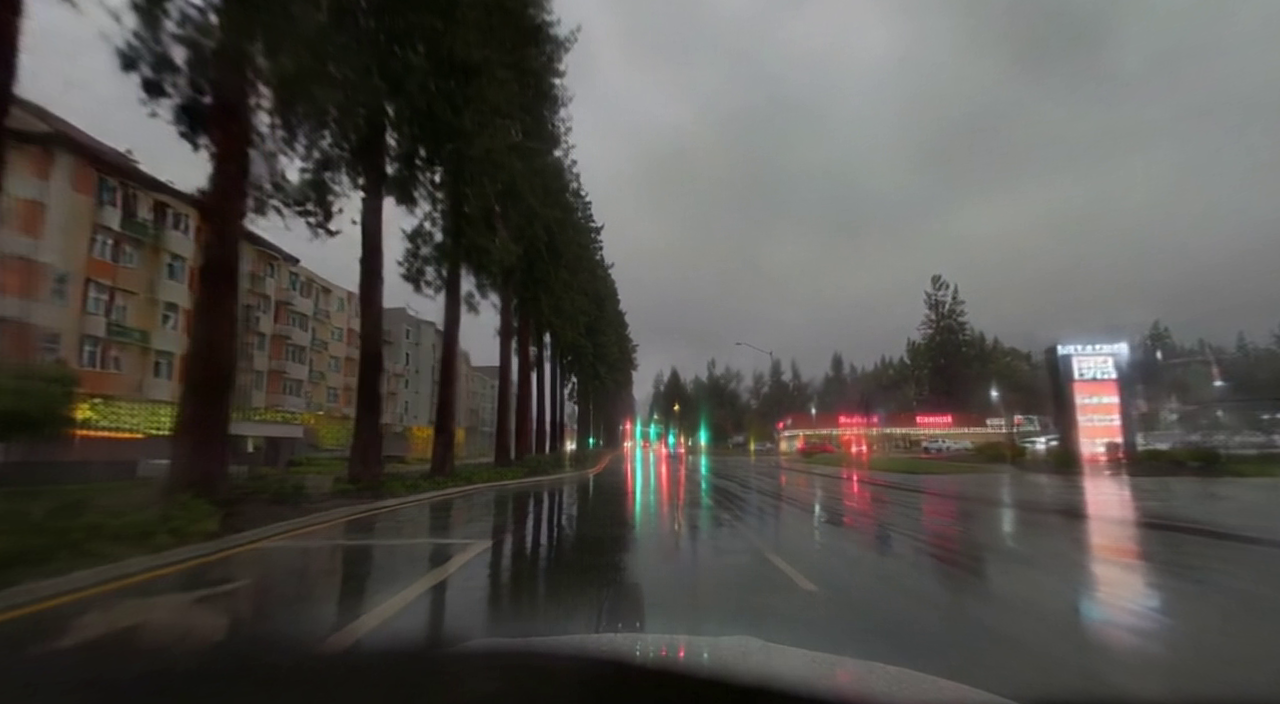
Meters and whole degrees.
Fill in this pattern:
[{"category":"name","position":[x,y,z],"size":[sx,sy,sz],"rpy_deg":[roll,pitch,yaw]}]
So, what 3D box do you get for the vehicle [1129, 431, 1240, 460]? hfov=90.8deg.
[{"category":"vehicle","position":[34.538,5.938,40.193],"size":[2.054,1.684,4.845],"rpy_deg":[6,-10,-33]}]
